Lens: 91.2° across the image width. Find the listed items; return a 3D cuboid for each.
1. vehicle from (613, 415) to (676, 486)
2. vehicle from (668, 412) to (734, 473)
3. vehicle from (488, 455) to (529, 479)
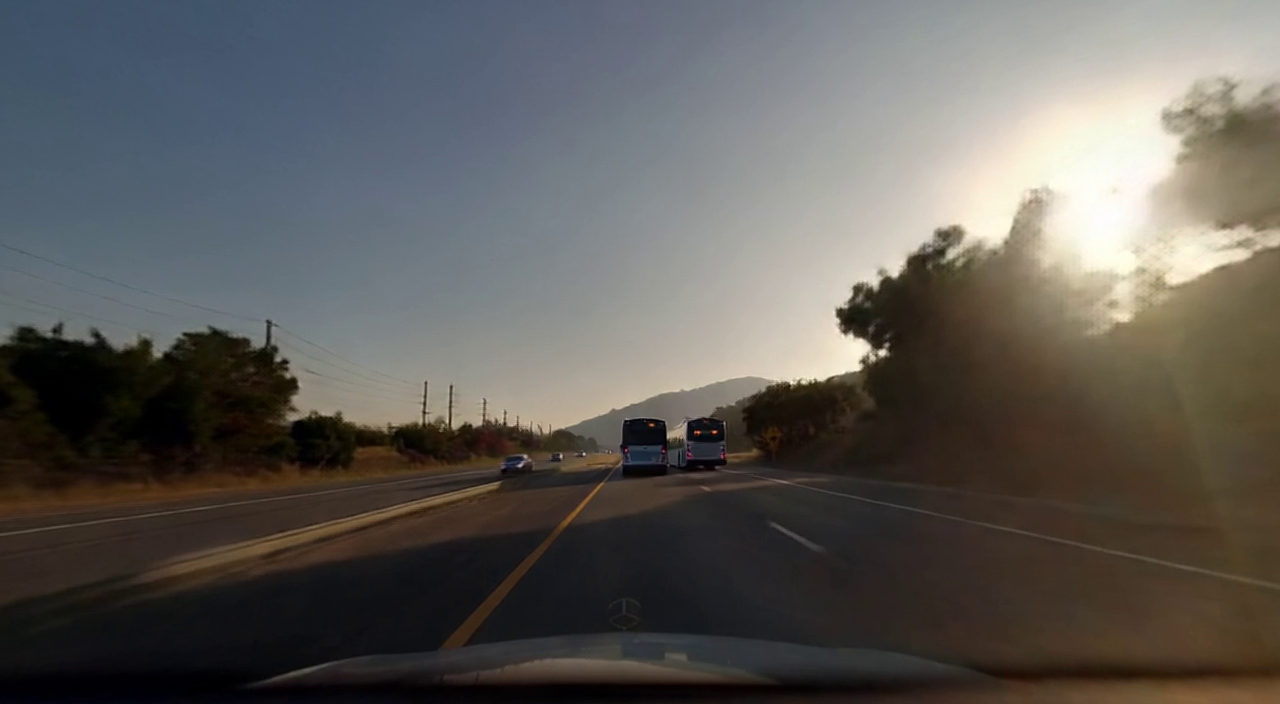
[{"bbox_3d":[0.072,4.218,26.836,2.414,2.675,5.574,0,-9,-2],"label":"vehicle"},{"bbox_3d":[4.032,6.560,44.921,3.074,3.668,12.805,0,-9,-2],"label":"vehicle"},{"bbox_3d":[-9.063,7.921,43.407,1.893,1.482,4.464,0,-9,0],"label":"vehicle"}]
